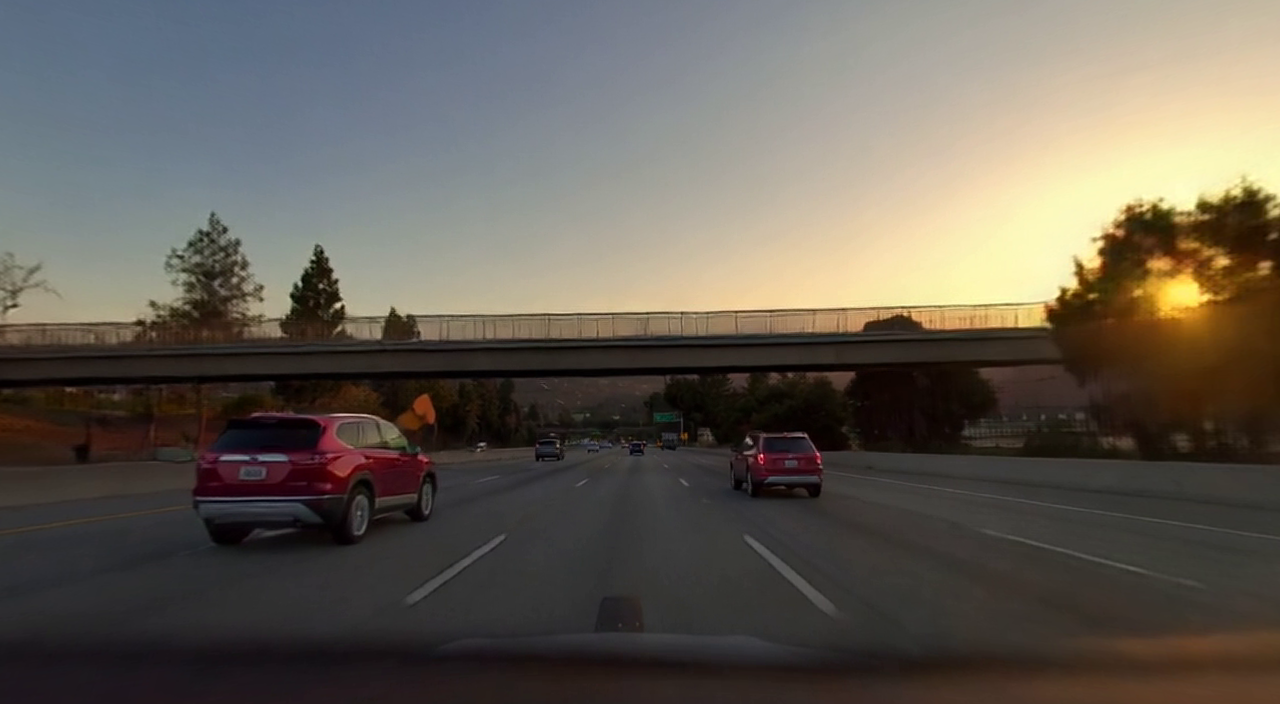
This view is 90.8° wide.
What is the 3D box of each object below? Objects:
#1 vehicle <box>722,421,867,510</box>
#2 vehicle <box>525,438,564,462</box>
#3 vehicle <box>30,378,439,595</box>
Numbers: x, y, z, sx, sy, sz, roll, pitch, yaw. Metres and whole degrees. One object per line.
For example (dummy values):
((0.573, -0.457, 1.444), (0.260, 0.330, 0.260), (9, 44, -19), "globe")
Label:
((3.386, 2.604, 14.912), (2.185, 1.749, 4.477), (0, -9, -1), "vehicle")
((-7.482, 7.709, 49.819), (2.193, 1.818, 4.995), (-1, -9, 1), "vehicle")
((-4.298, 1.520, 7.952), (2.018, 1.872, 4.728), (0, -9, -1), "vehicle")
